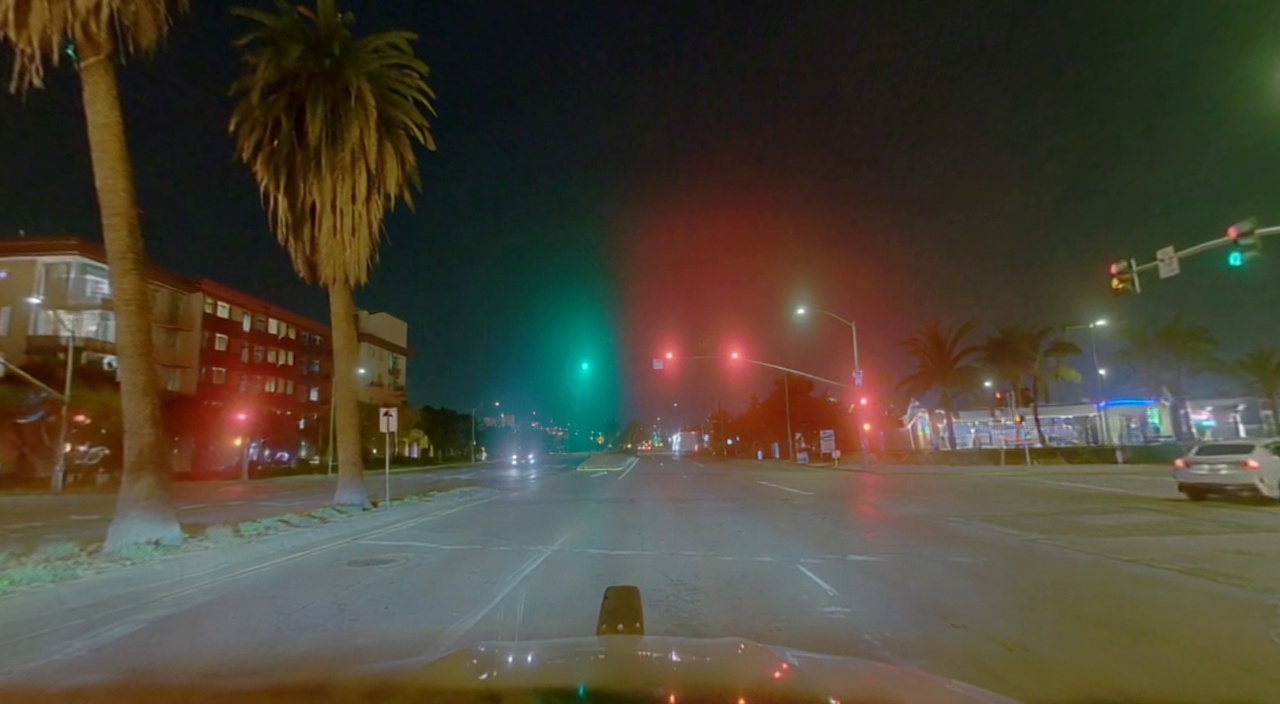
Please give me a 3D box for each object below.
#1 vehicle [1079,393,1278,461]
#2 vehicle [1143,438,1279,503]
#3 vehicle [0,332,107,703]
[{"bbox_3d":[32.610,4.756,39.213,2.863,3.609,10.252,0,-8,-3],"label":"vehicle"},{"bbox_3d":[15.580,2.938,15.971,4.520,1.475,2.003,2,-9,-14],"label":"vehicle"},{"bbox_3d":[-3.343,0.485,0.321,2.026,1.723,4.832,0,-9,-2],"label":"vehicle"}]
